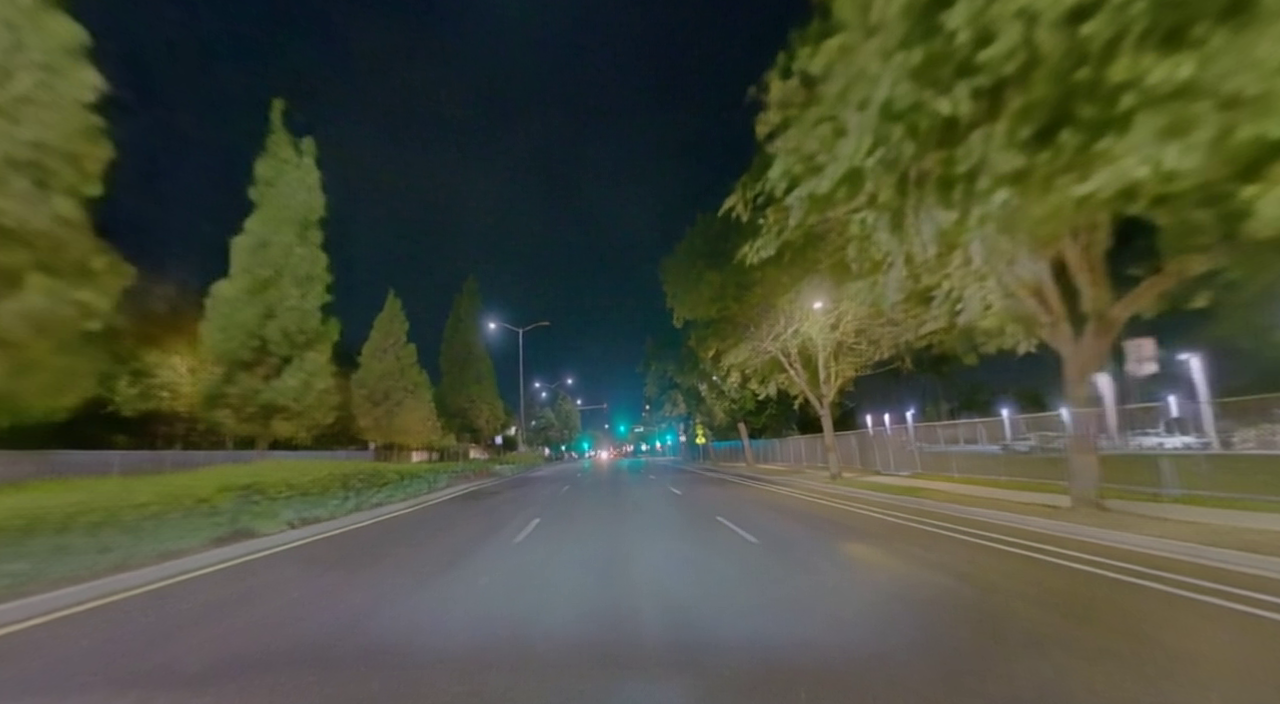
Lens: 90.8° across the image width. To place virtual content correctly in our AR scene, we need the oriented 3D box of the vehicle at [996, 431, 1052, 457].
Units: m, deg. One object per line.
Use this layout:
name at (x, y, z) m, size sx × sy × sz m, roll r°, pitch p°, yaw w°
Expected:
vehicle at (26.034, 6.289, 42.996) m, size 2.055 × 1.645 × 4.679 m, roll -3°, pitch -9°, yaw 17°

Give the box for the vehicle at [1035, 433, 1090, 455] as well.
vehicle at (29.164, 6.401, 43.704) m, size 1.736 × 1.440 × 3.989 m, roll -2°, pitch -9°, yaw 12°
